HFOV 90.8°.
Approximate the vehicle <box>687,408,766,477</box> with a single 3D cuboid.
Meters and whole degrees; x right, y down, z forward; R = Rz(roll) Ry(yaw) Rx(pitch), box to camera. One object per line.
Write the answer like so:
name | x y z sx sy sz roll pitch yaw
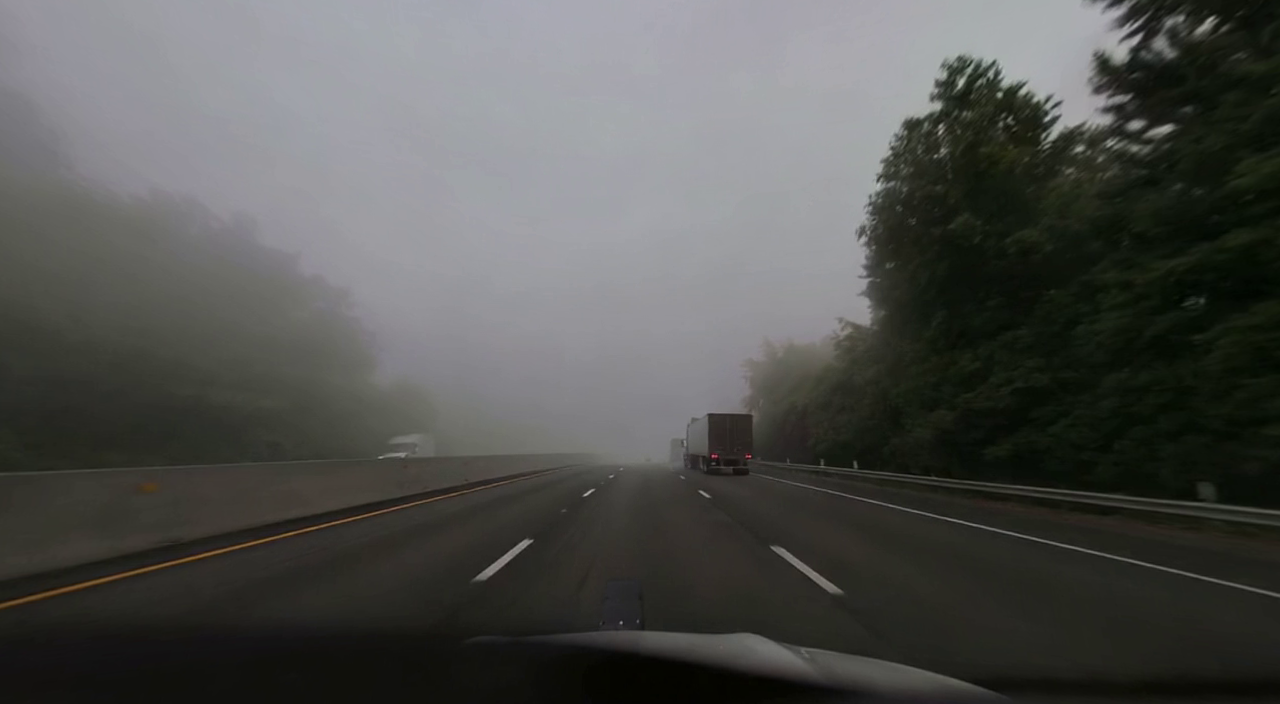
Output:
vehicle | 4.834 5.606 38.549 2.868 3.427 14.032 0 -9 0
